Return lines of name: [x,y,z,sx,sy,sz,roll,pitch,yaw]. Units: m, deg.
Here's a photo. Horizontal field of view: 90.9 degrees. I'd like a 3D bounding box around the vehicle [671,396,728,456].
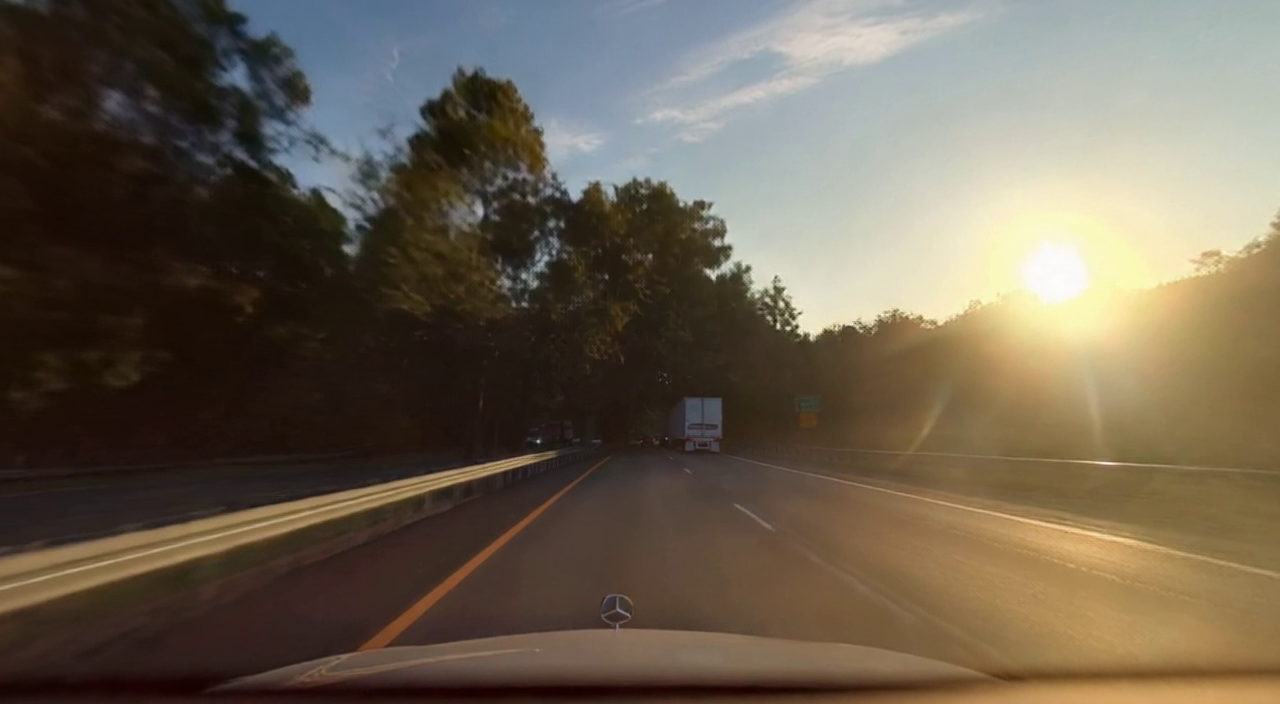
vehicle: [4.315,5.871,49.110,2.951,4.007,13.976,0,-8,0]
